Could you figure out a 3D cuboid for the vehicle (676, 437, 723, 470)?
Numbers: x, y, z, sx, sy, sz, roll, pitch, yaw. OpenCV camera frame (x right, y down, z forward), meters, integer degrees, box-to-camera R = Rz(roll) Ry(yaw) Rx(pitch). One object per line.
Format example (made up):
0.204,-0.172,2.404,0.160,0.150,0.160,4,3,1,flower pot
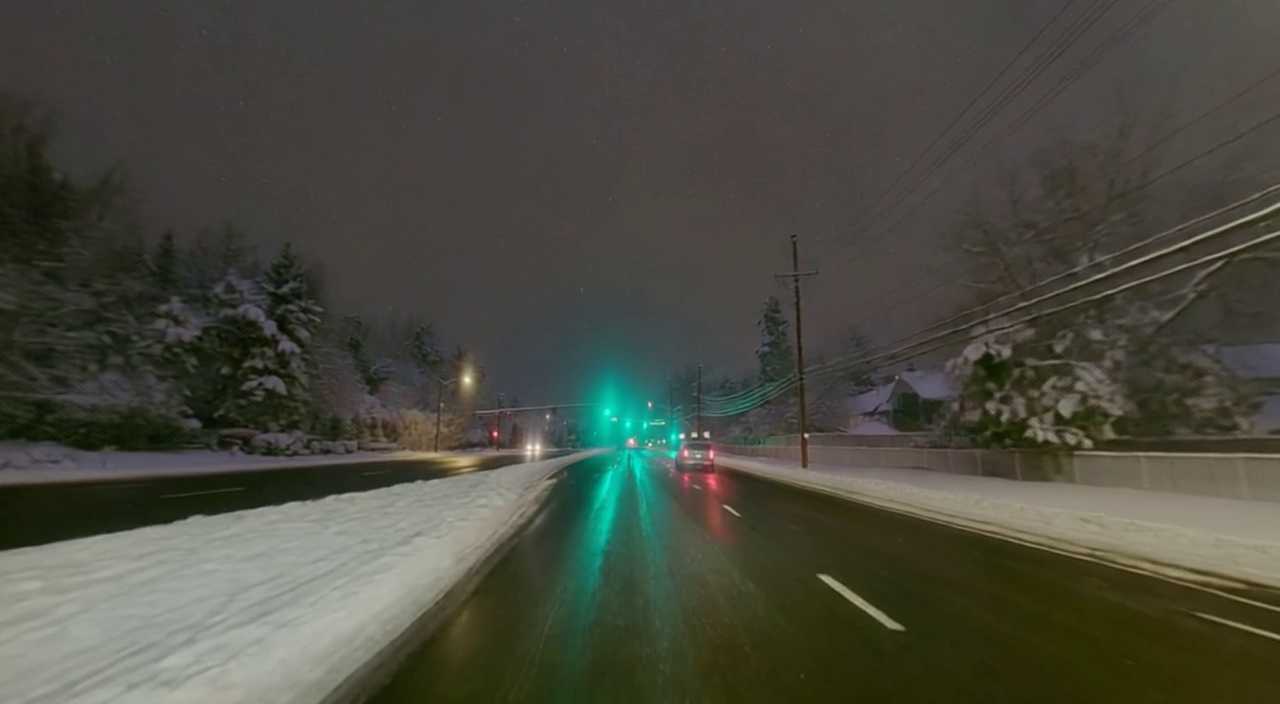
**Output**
3.476,5.994,37.515,2.240,1.781,4.433,0,-8,-1,vehicle
